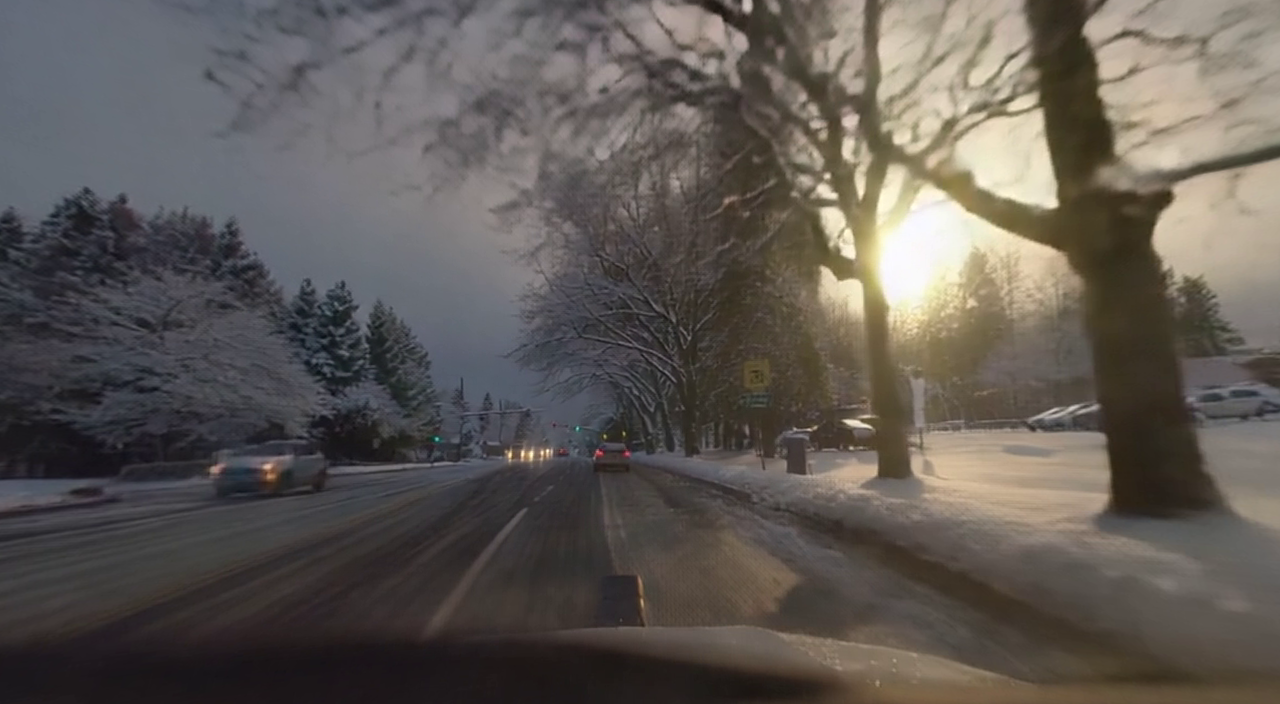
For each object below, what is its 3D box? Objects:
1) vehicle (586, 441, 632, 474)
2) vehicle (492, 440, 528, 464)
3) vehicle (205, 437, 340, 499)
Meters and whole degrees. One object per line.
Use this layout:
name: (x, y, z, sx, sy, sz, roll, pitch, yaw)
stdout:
vehicle: (-1.500, 5.083, 30.673, 2.111, 1.466, 4.223, 0, -8, -3)
vehicle: (-9.980, 7.715, 48.917, 2.049, 1.723, 4.310, 0, -8, -3)
vehicle: (-11.810, 3.706, 20.721, 1.969, 1.751, 4.432, 0, -8, -4)
